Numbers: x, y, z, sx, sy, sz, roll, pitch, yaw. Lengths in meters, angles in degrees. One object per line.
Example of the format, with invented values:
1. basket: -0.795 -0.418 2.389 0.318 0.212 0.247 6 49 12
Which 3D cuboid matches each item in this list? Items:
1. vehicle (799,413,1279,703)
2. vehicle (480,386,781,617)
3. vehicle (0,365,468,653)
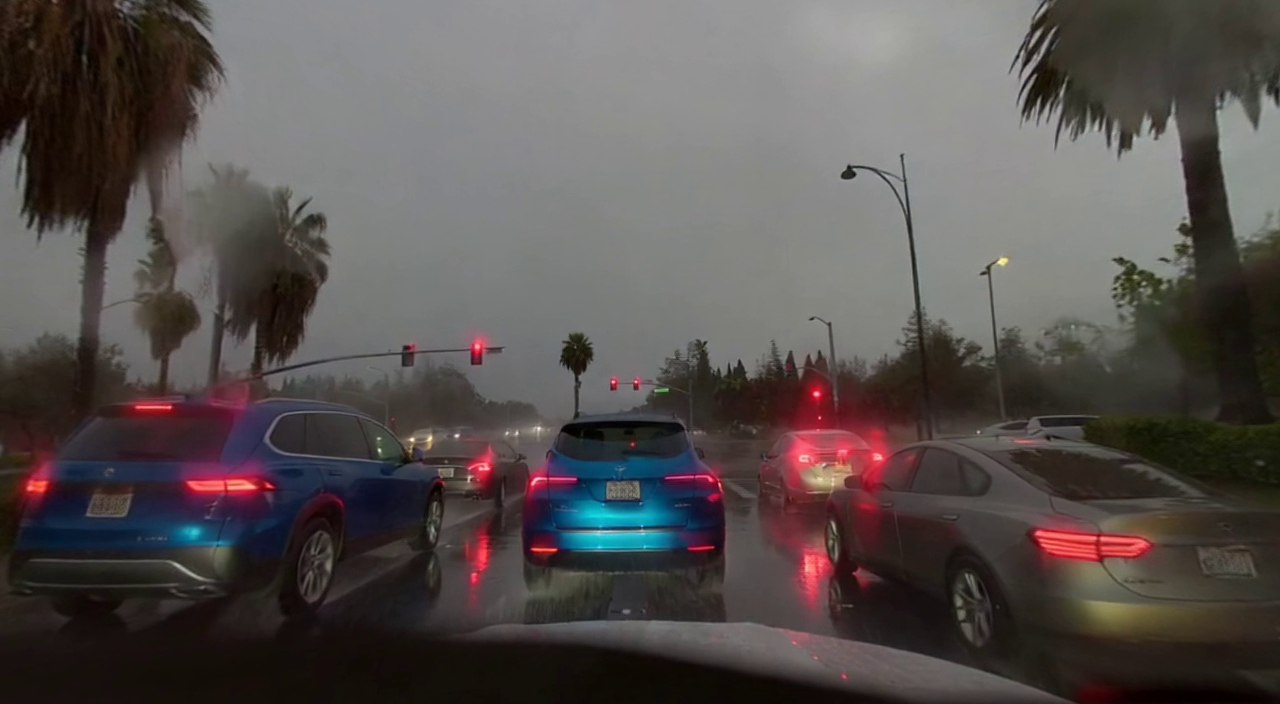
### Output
1. vehicle: 2.968 1.376 5.265 2.017 1.491 4.611 0 -8 -1
2. vehicle: -0.134 1.458 7.062 2.280 1.747 4.361 0 -8 -2
3. vehicle: -3.347 1.277 6.126 2.014 1.755 4.360 0 -8 1
